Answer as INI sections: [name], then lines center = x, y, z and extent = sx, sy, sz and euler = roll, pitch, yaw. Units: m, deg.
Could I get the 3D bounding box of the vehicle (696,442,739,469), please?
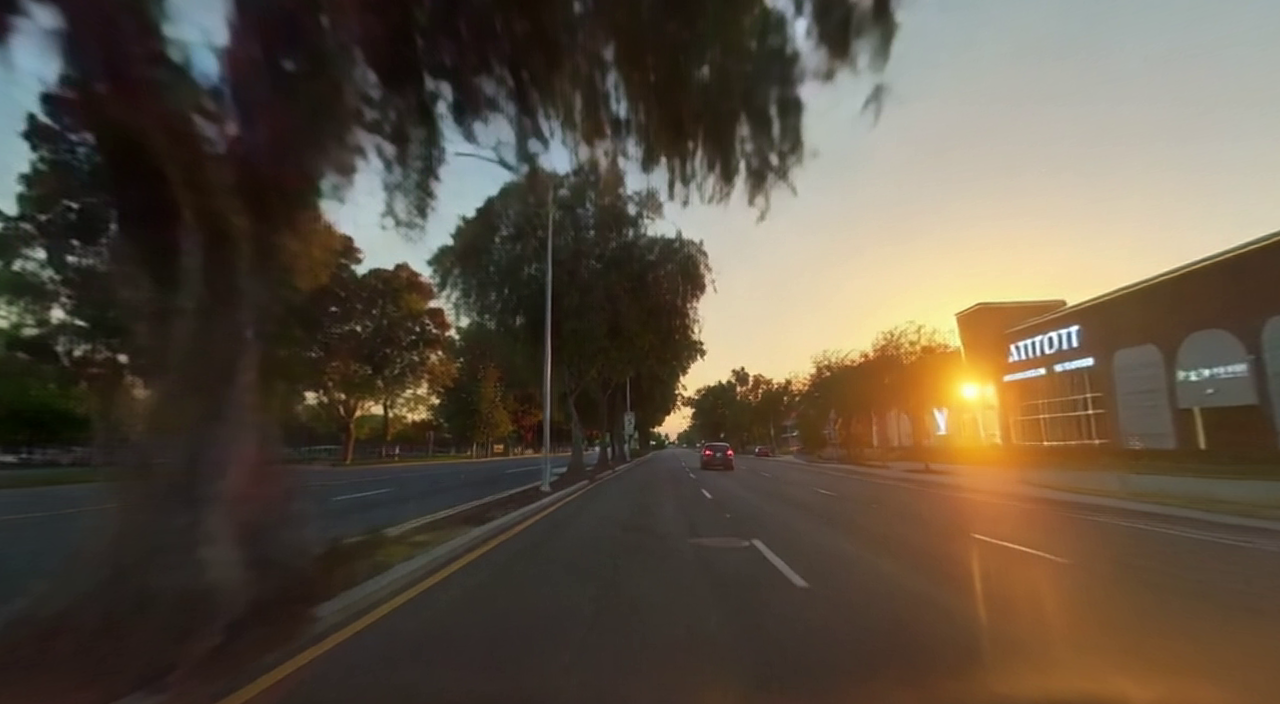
[vehicle]
center = 4.463, 6.044, 37.010
extent = 2.015, 1.479, 4.444
euler = 0, -9, 0
